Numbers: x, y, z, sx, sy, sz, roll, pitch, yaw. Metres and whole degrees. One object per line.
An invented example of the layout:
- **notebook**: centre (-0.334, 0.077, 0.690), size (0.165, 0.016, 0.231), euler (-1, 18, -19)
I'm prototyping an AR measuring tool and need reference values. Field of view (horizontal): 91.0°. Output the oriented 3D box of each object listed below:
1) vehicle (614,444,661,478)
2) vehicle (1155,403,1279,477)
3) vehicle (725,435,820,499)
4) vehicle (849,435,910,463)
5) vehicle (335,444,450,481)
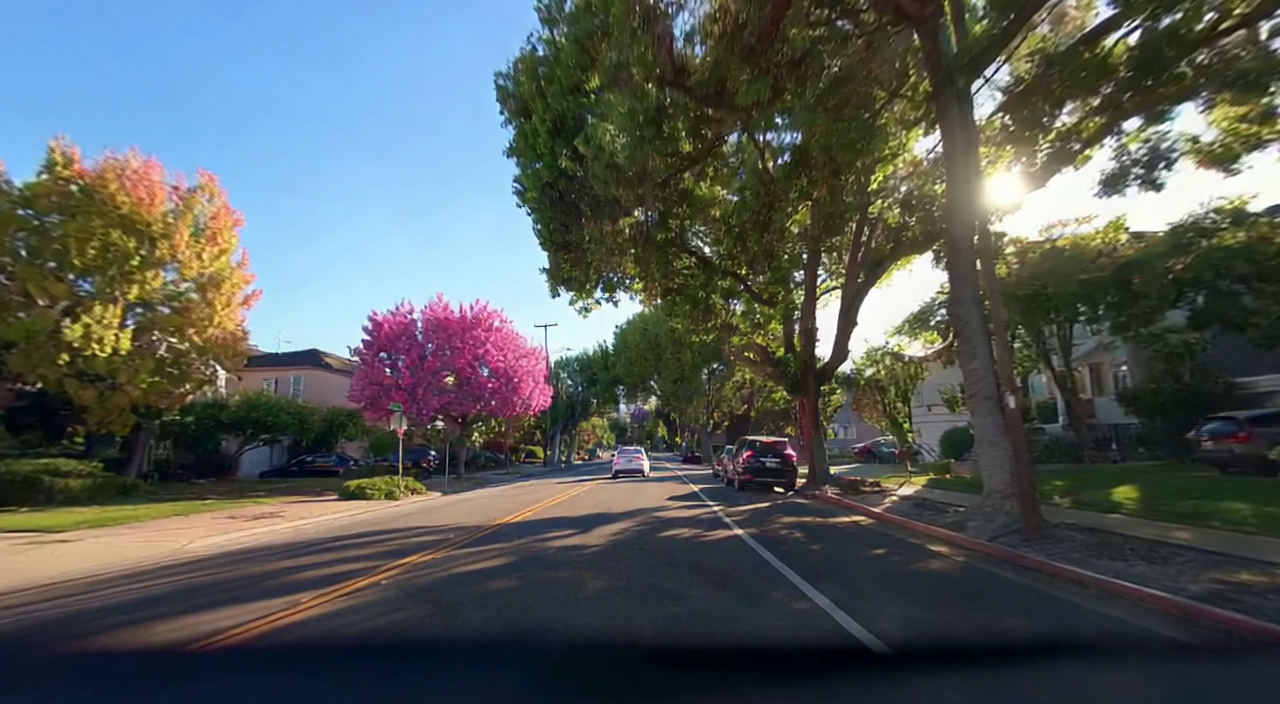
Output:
- **vehicle**: centre (-0.087, 5.198, 30.240), size (2.104, 1.500, 3.815), euler (0, -8, 1)
- **vehicle**: centre (16.018, 2.153, 15.434), size (4.927, 1.674, 2.025), euler (0, -8, 0)
- **vehicle**: centre (4.189, 3.701, 20.812), size (2.100, 1.830, 5.040), euler (0, -8, 1)
- **vehicle**: centre (15.151, 6.162, 40.143), size (1.919, 1.677, 4.590), euler (0, -8, -3)
- **vehicle**: centre (-15.332, 6.881, 39.234), size (6.278, 1.911, 2.173), euler (-3, -10, 1)
